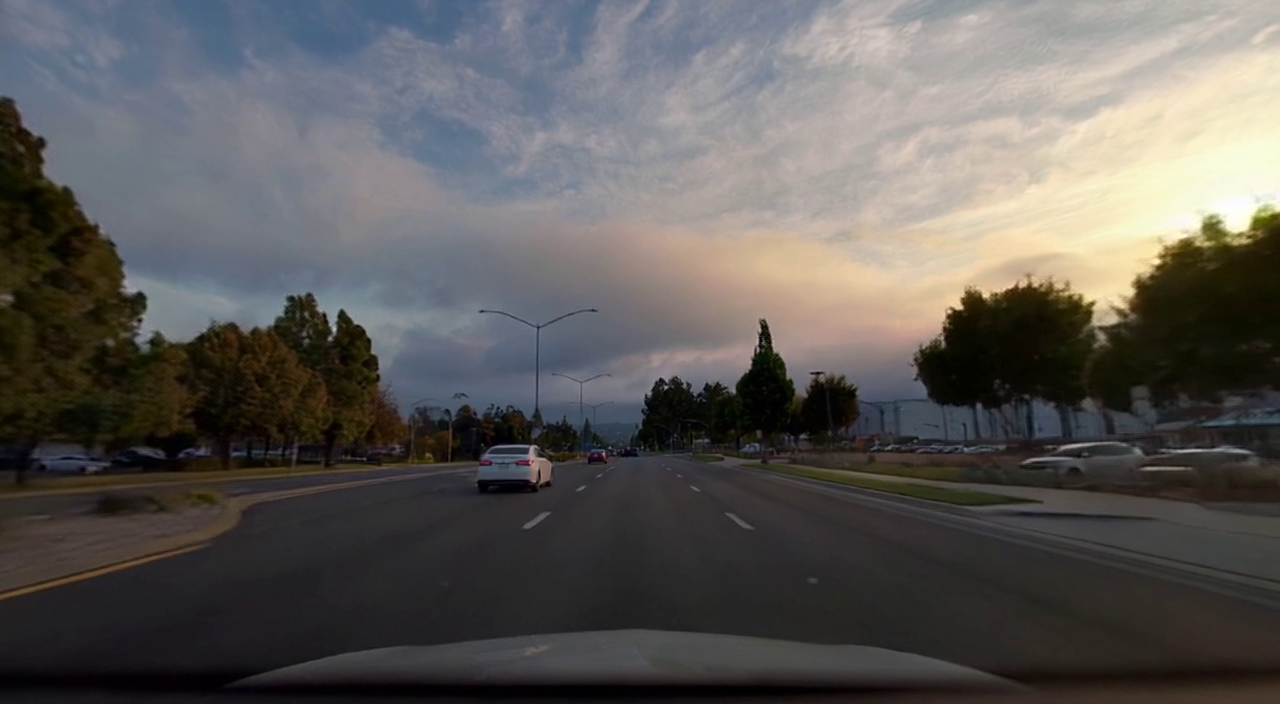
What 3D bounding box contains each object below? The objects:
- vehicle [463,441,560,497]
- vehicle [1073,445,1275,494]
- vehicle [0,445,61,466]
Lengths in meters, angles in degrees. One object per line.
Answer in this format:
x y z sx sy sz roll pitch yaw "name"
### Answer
-3.702 3.446 19.047 2.003 1.454 4.484 0 -9 0 "vehicle"
16.215 3.566 19.381 4.341 1.412 2.035 0 -9 -1 "vehicle"
-46.145 7.694 46.727 4.508 1.446 2.058 -1 -9 -1 "vehicle"
